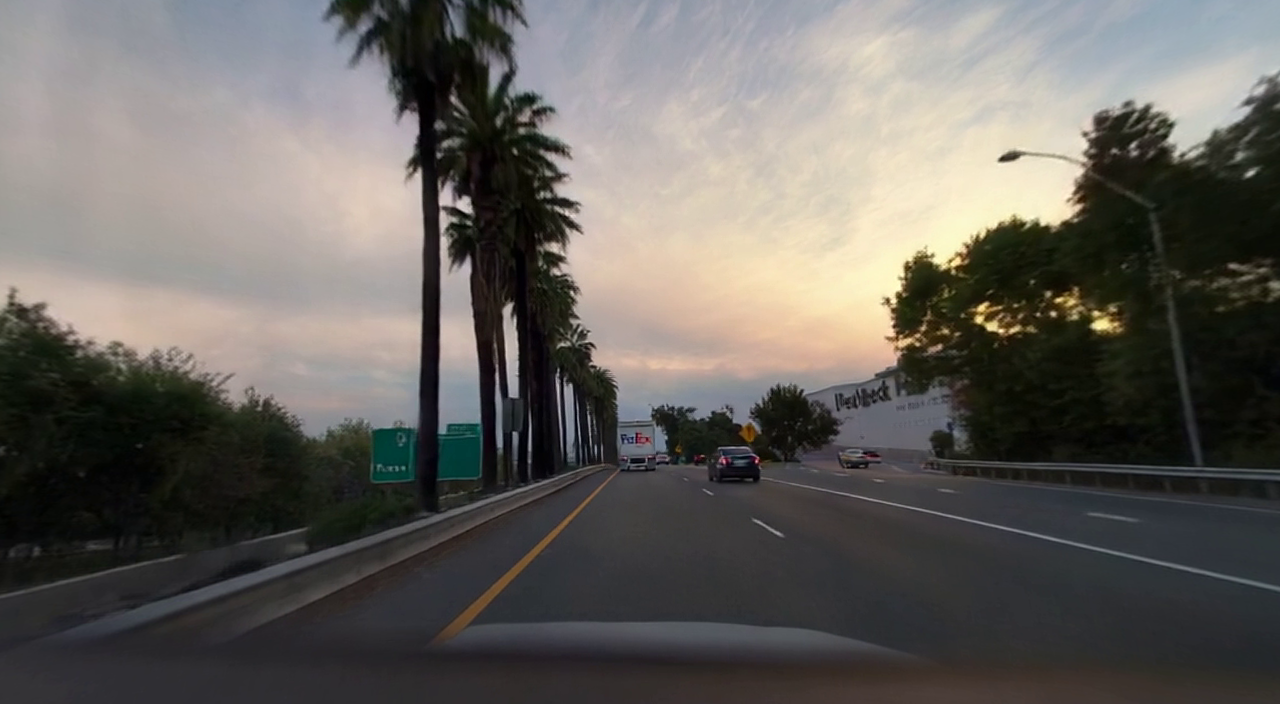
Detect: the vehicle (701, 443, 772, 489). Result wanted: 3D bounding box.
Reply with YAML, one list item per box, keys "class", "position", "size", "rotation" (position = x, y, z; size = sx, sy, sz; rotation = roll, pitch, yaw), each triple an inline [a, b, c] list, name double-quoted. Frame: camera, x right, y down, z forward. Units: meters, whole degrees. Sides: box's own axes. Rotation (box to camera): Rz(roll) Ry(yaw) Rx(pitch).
- class: "vehicle"
  position: [3.594, 4.314, 24.144]
  size: [1.966, 1.558, 4.238]
  rotation: [0, -9, -1]

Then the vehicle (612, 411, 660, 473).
- class: "vehicle"
  position: [-0.398, 6.945, 48.355]
  size: [3.243, 4.134, 11.656]
  rotation: [0, -9, -1]
